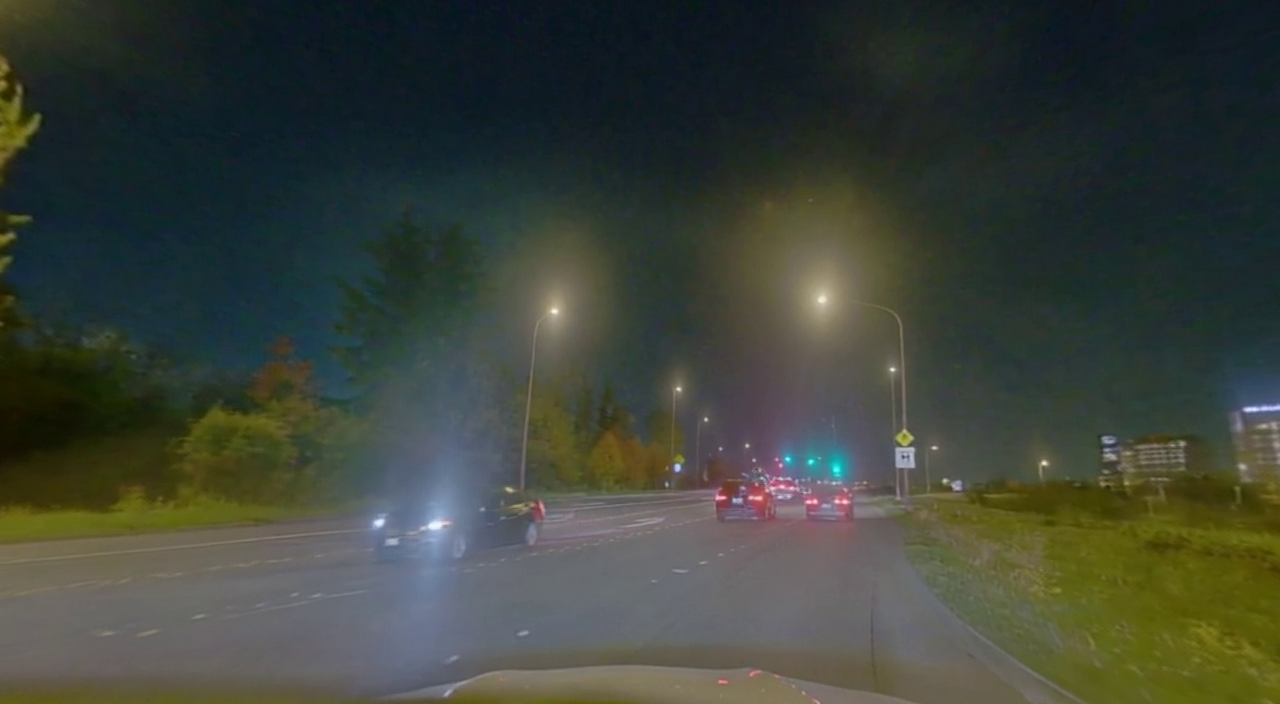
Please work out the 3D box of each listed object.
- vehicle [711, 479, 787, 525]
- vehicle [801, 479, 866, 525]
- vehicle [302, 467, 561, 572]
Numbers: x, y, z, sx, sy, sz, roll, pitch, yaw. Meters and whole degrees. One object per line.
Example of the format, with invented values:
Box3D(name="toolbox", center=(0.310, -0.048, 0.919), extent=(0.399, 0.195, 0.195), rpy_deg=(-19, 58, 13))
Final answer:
Box3D(name="vehicle", center=(4.281, 5.667, 24.206), extent=(2.030, 1.441, 4.806), rpy_deg=(-3, -11, 20))
Box3D(name="vehicle", center=(7.504, 5.662, 24.162), extent=(2.129, 1.471, 4.258), rpy_deg=(-3, -11, 20))
Box3D(name="vehicle", center=(-3.596, 2.996, 12.035), extent=(2.107, 1.502, 4.705), rpy_deg=(-3, -11, 21))
